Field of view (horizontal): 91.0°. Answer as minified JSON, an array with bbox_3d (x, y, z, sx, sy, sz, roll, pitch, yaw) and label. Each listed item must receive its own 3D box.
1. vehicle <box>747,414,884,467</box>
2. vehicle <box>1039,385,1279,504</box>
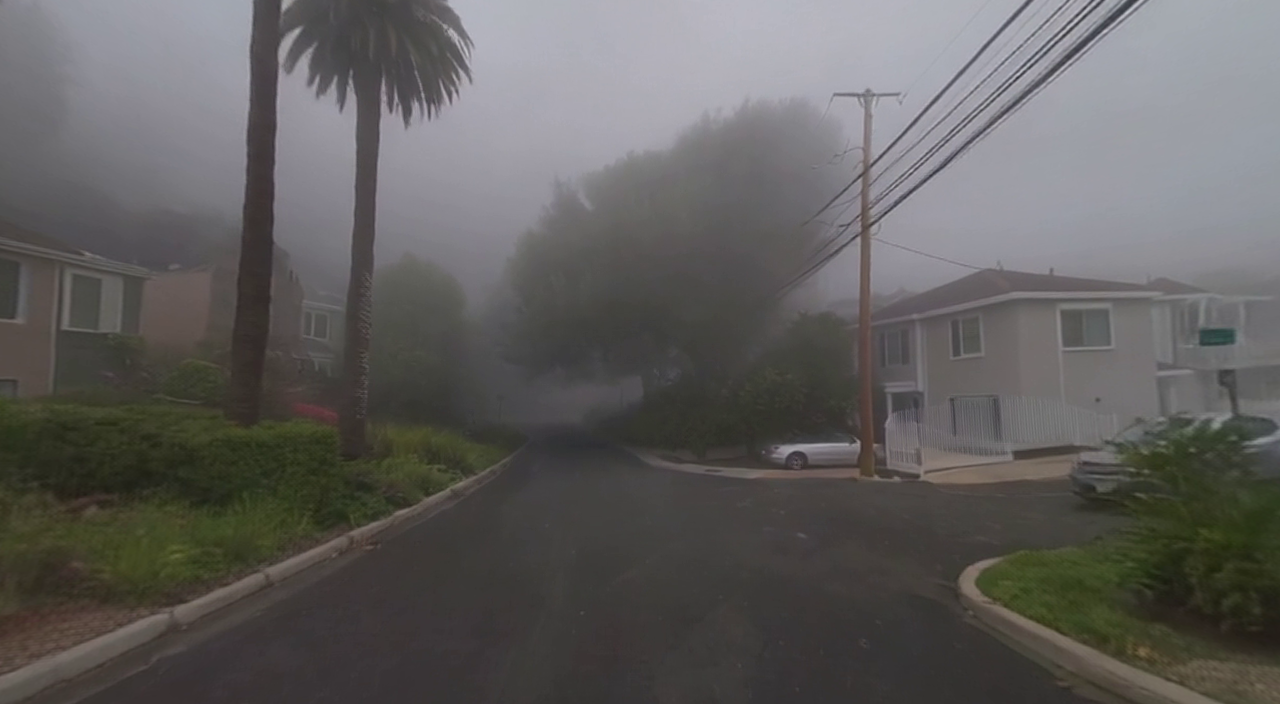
[{"bbox_3d":[7.630,3.893,27.314,5.663,1.913,2.170,7,-10,-25],"label":"vehicle"},{"bbox_3d":[10.522,1.835,12.089,4.443,1.948,2.230,3,-12,-16],"label":"vehicle"}]
